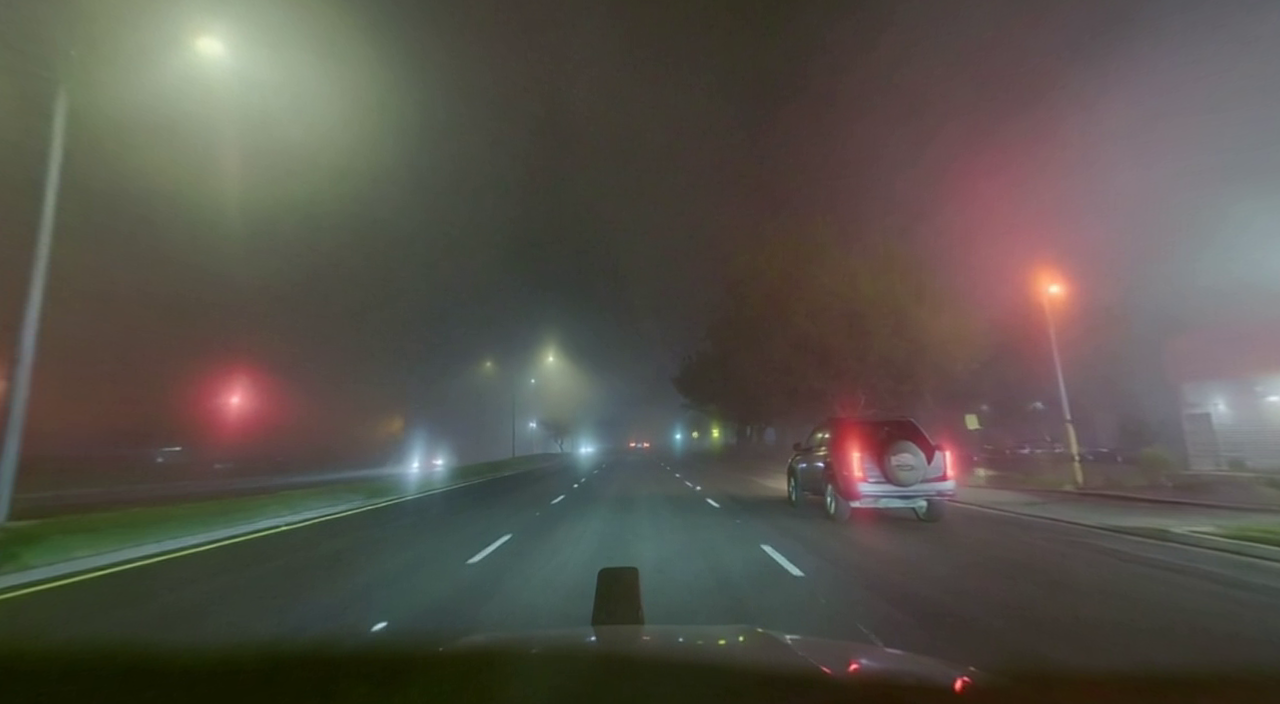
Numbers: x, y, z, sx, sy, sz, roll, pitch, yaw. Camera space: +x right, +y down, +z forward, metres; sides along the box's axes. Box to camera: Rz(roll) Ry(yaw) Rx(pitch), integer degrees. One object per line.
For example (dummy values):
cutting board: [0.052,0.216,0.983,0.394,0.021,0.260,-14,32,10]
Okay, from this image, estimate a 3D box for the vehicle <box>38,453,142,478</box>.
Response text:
vehicle: [-32.665,6.744,37.608,4.635,1.422,1.725,0,-8,3]

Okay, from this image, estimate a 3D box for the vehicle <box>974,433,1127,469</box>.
vehicle: [16.617,4.036,25.766,4.848,1.418,1.914,0,-8,2]

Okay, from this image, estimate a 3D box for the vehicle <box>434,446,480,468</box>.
vehicle: [-13.137,7.534,45.655,1.915,1.483,4.730,0,-8,0]

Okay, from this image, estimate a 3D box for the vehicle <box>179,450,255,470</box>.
vehicle: [-32.577,8.345,48.769,4.397,1.483,2.036,0,-8,2]

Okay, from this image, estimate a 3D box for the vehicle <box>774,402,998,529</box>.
vehicle: [4.379,2.139,12.421,2.185,1.956,5.128,0,-8,-2]

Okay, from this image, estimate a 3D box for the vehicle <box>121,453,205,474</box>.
vehicle: [-32.552,7.595,43.182,4.393,1.394,1.612,0,-8,1]
